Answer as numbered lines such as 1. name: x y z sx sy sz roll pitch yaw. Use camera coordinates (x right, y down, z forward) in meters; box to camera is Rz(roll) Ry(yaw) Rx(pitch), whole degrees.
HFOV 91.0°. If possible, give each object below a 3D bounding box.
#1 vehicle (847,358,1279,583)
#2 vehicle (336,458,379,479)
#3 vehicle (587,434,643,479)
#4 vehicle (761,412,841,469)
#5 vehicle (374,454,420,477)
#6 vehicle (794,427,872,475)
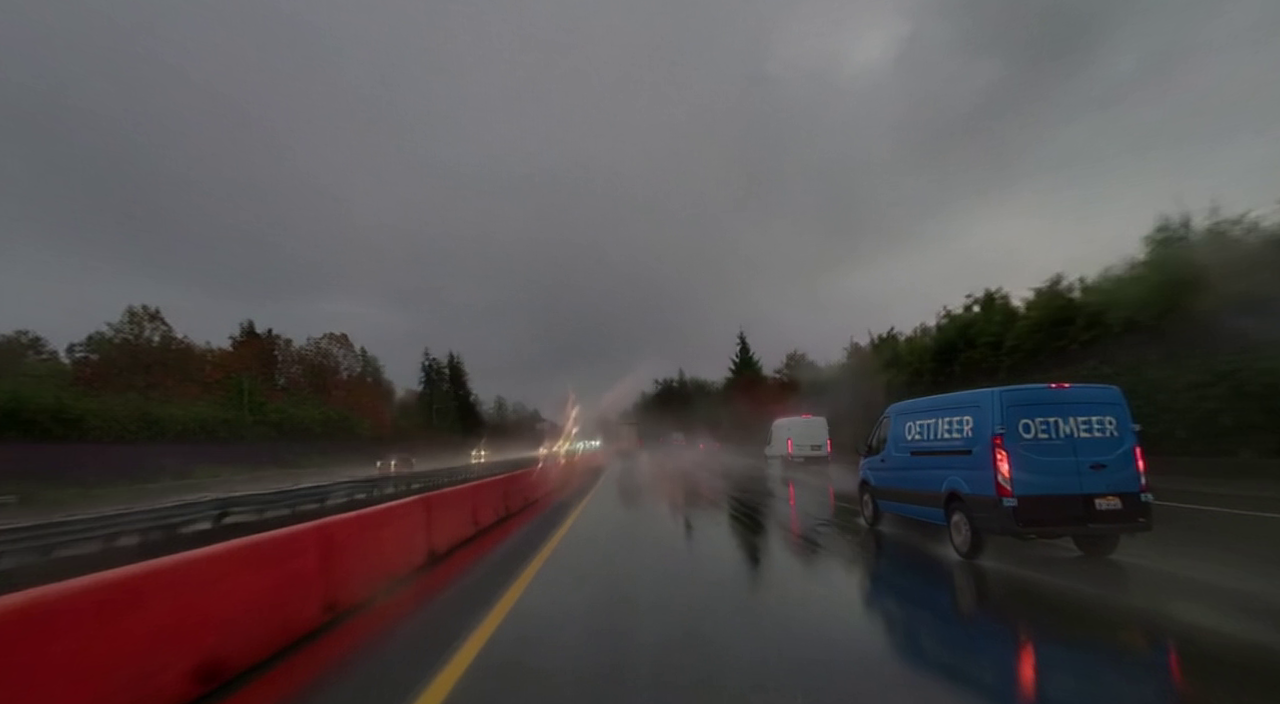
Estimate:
1. vehicle: 4.818 1.419 8.297 2.223 2.008 5.121 0 -8 -2
2. vehicle: -21.965 9.032 49.110 1.744 1.460 3.700 0 -8 -3
3. vehicle: -1.005 4.177 25.453 2.100 1.636 3.620 0 -8 -2
4. vehicle: 8.113 4.566 32.382 2.385 2.635 5.633 0 -8 -2
5. vehicle: -18.237 8.521 47.441 1.804 1.491 4.444 0 -8 -1
6. vehicle: 8.274 4.275 27.341 2.255 1.960 3.229 0 -8 -1
